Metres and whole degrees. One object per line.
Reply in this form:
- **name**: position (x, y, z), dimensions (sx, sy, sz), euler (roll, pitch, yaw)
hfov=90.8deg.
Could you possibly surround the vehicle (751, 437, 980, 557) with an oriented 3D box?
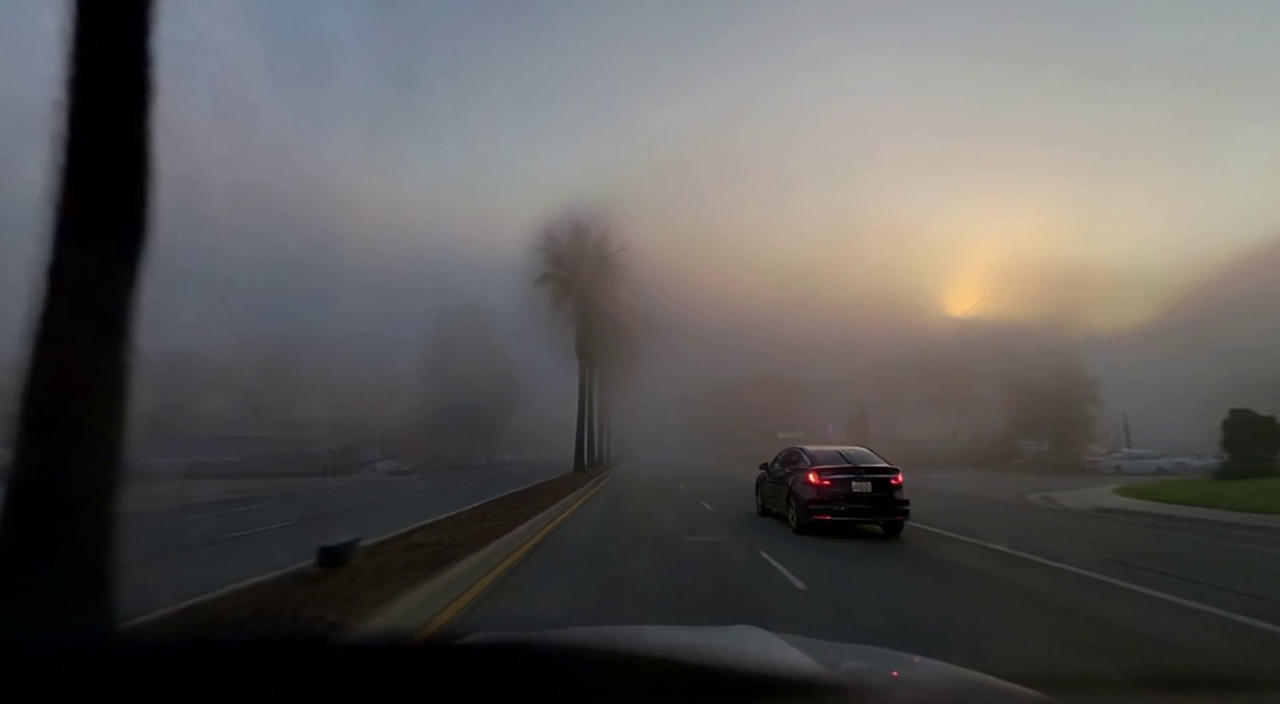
- **vehicle**: position (3.262, 2.198, 10.371), dimensions (1.989, 1.492, 4.689), euler (0, -9, -1)
